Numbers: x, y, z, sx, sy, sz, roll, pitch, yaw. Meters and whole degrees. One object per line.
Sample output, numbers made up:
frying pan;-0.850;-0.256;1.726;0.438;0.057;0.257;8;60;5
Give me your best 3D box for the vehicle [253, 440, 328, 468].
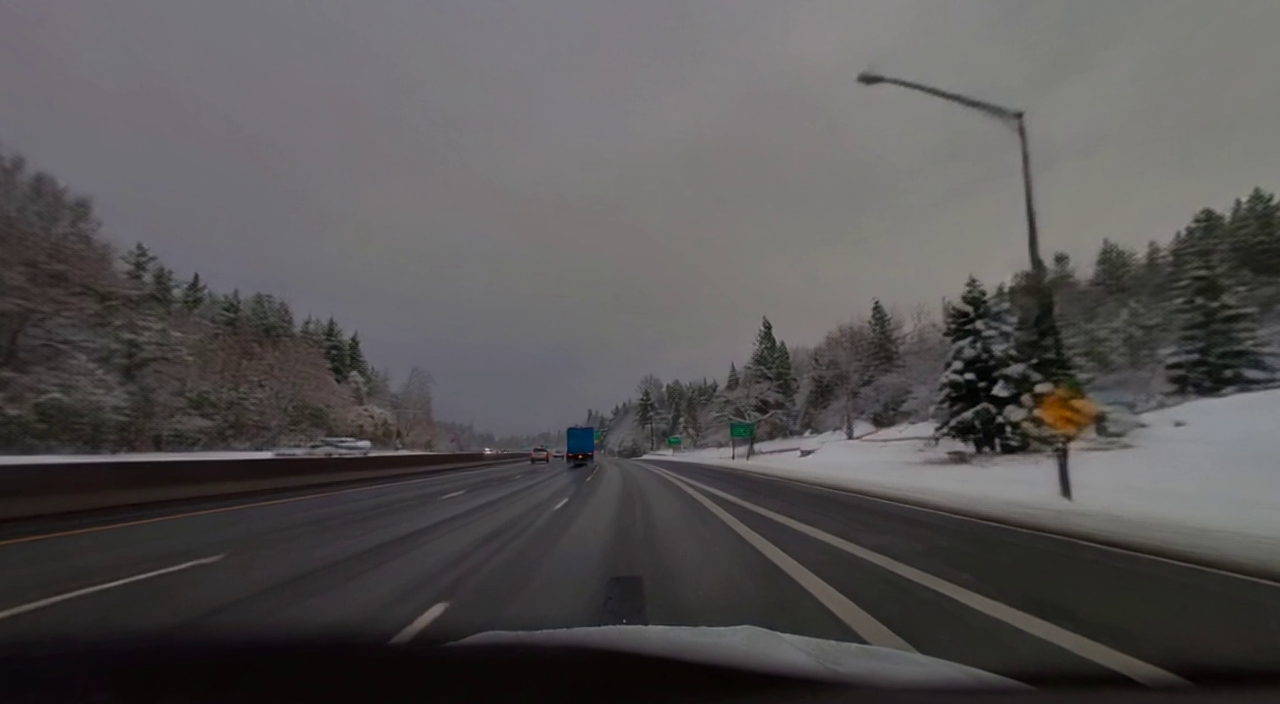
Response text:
vehicle;-22.677;6.619;41.177;2.172;1.699;5.047;0;-8;-3
